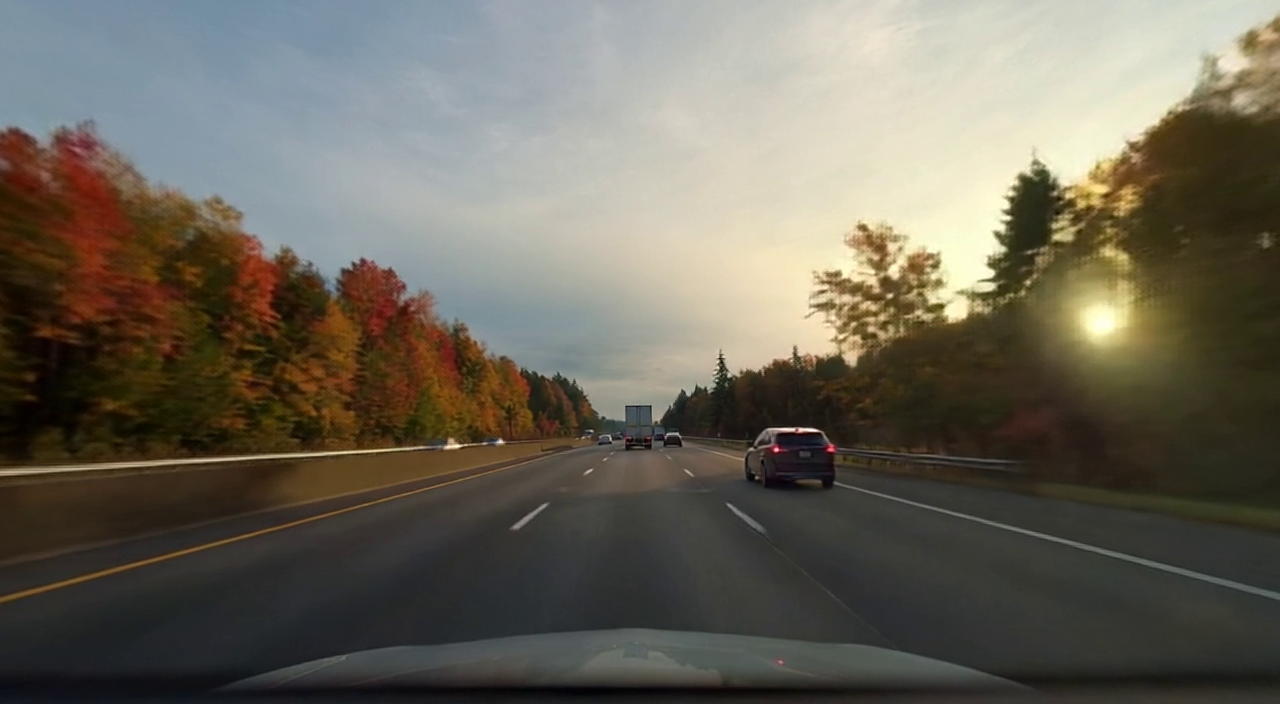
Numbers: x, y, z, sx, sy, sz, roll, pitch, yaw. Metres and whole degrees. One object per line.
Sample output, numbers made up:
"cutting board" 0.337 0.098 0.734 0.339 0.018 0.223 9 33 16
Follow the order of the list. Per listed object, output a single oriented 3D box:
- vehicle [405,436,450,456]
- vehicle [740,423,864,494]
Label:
"vehicle" -16.590 7.352 49.315 1.928 1.492 4.607 0 -8 0
"vehicle" 3.800 2.548 15.497 1.882 1.492 3.958 0 -8 -2
